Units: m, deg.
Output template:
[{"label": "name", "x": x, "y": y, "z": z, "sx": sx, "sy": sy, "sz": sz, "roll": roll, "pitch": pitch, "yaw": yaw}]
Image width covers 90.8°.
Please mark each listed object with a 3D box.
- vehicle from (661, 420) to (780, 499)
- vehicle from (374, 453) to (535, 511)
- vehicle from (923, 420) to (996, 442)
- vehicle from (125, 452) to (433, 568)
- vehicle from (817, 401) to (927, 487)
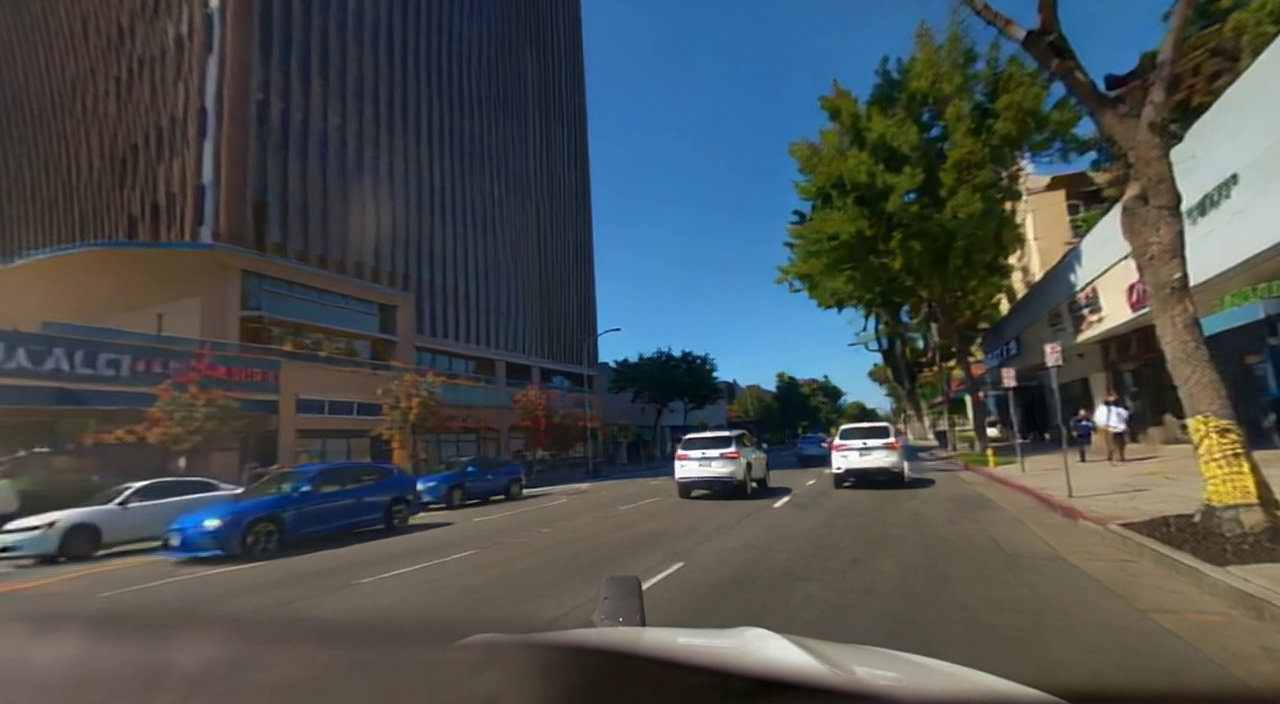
[{"label": "vehicle", "x": 2.178, "y": 2.669, "z": 16.009, "sx": 2.023, "sy": 1.702, "sz": 4.152, "roll": -4, "pitch": -9, "yaw": 20}, {"label": "vehicle", "x": -5.659, "y": 4.036, "z": 20.260, "sx": 2.103, "sy": 1.514, "sz": 5.374, "roll": -4, "pitch": -9, "yaw": 21}, {"label": "vehicle", "x": 23.615, "y": 5.885, "z": 46.793, "sx": 4.426, "sy": 1.490, "sz": 1.862, "roll": -3, "pitch": -9, "yaw": 13}, {"label": "vehicle", "x": -5.926, "y": 2.573, "z": 11.171, "sx": 1.857, "sy": 1.507, "sz": 4.504, "roll": -4, "pitch": -9, "yaw": 20}, {"label": "vehicle", "x": 6.263, "y": 2.510, "z": 17.235, "sx": 2.352, "sy": 1.953, "sz": 4.796, "roll": -3, "pitch": -9, "yaw": 19}]
